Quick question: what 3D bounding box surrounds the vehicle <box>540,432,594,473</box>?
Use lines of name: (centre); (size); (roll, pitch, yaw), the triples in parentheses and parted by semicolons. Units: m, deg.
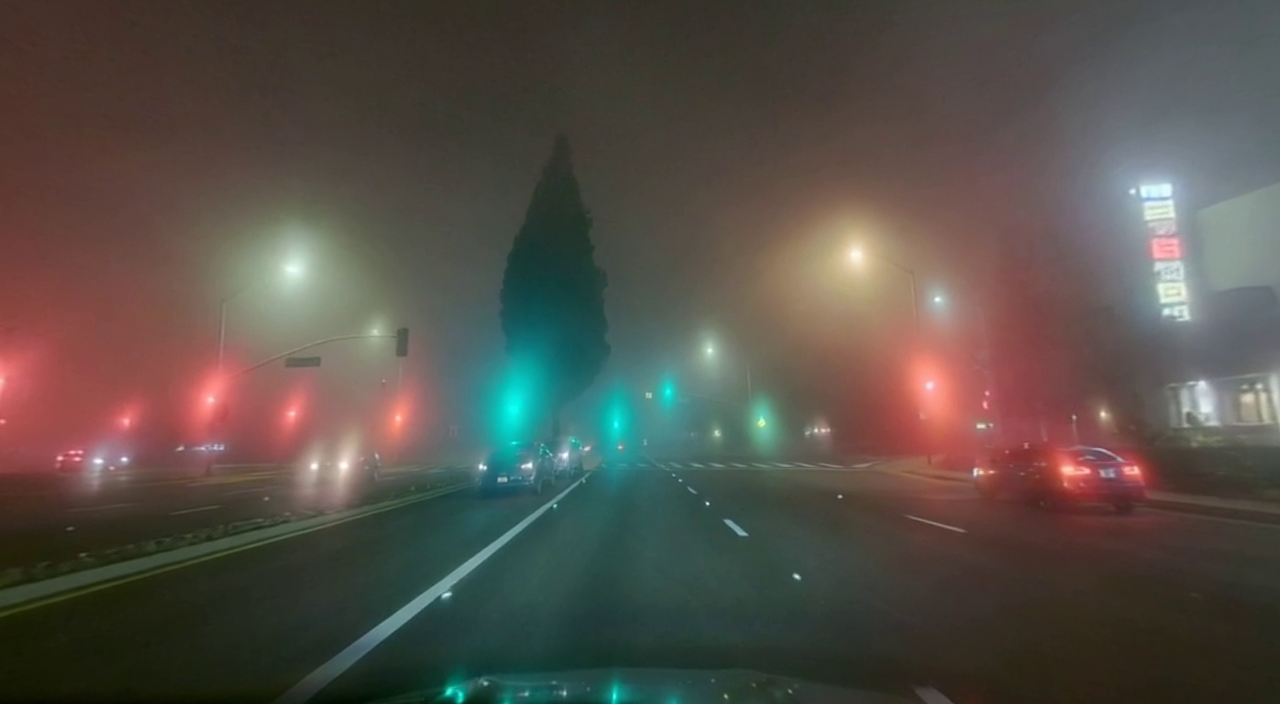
vehicle: (-3.334, 4.720, 29.798); (2.040, 1.775, 4.433); (0, -8, 0)

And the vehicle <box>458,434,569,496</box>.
vehicle: (-3.366, 3.124, 17.888); (2.121, 1.481, 4.708); (0, -8, 1)

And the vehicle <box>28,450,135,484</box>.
vehicle: (-28.047, 5.733, 31.721); (5.228, 1.539, 2.009); (-4, -9, 25)

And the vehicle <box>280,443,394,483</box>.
vehicle: (-12.228, 4.469, 25.848); (1.873, 1.485, 4.382); (-2, -9, 11)

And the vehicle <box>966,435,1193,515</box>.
vehicle: (9.276, 2.607, 13.903); (1.936, 1.460, 4.258); (0, -8, 1)
